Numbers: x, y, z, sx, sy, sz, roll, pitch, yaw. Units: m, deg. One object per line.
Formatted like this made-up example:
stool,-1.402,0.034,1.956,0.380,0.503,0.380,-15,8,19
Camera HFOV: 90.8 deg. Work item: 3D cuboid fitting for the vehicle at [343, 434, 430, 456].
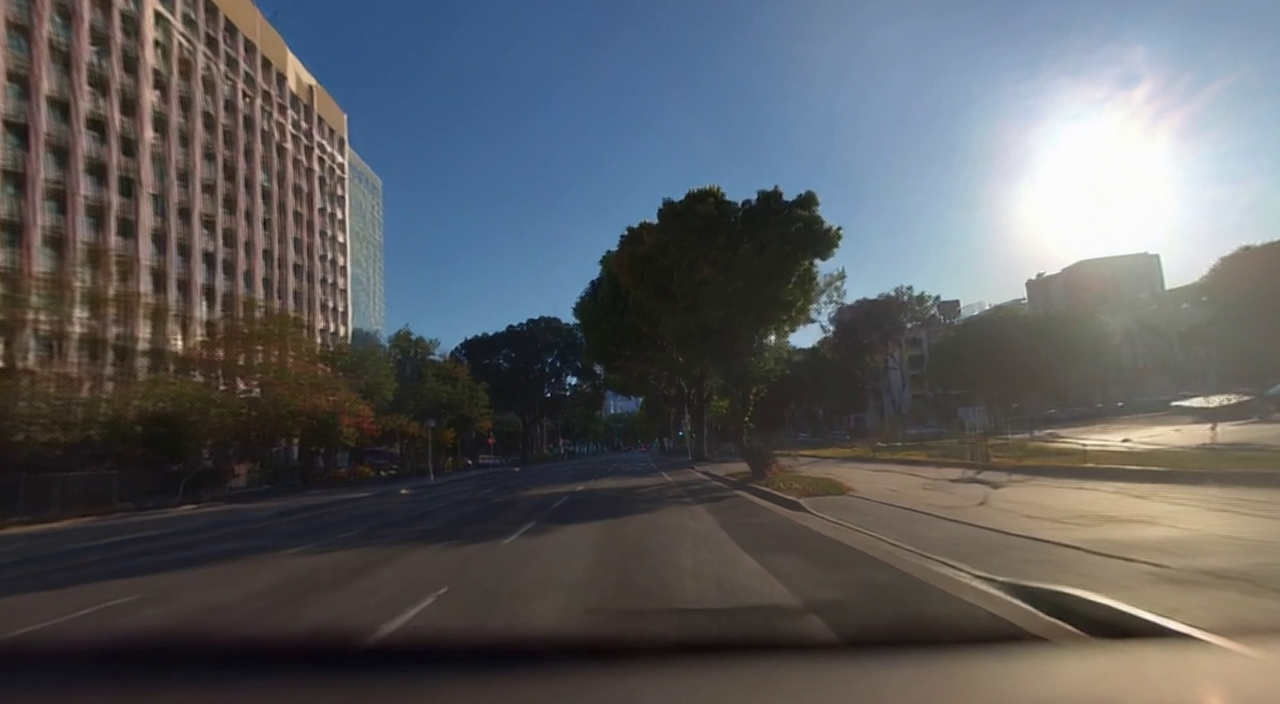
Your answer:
vehicle,-19.728,7.281,49.264,5.962,1.458,1.711,1,-10,3
